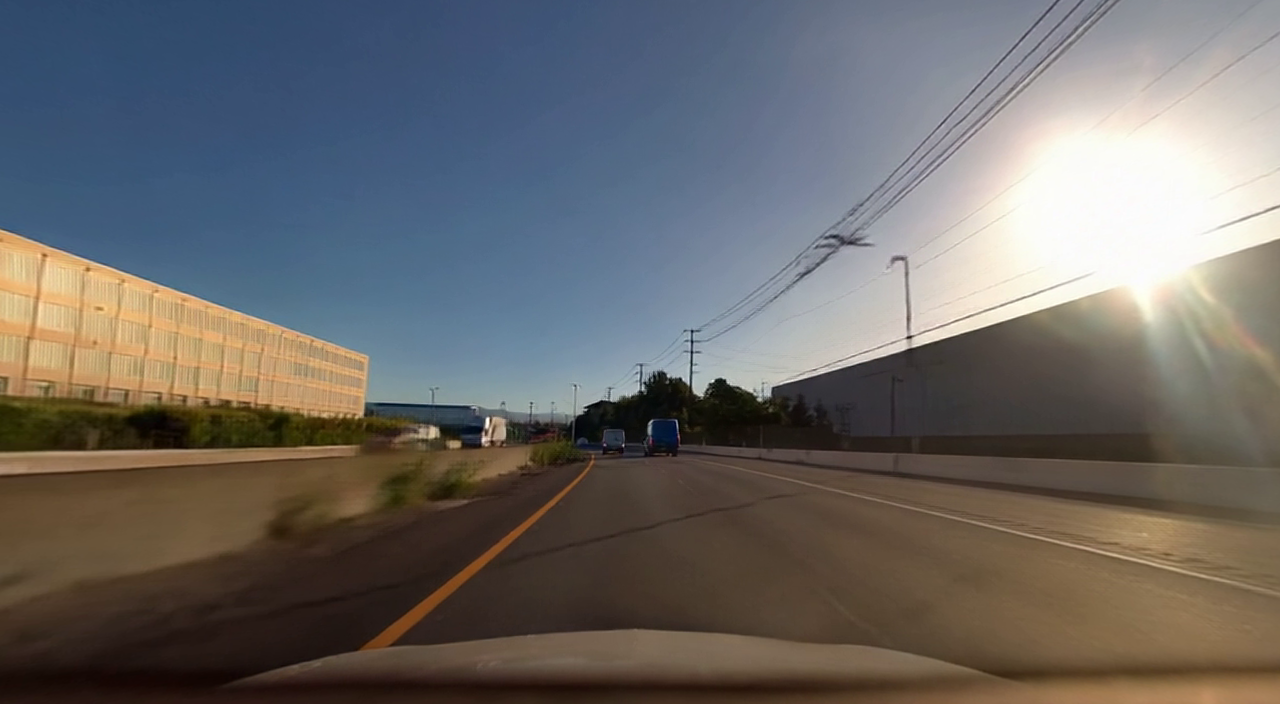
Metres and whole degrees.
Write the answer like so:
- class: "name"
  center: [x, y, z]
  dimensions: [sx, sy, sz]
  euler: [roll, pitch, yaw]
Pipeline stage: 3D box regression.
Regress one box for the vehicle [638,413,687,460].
- class: "vehicle"
  center: [1.502, 6.199, 45.975]
  dimensions: [2.713, 3.140, 6.640]
  euler: [0, -8, -5]
